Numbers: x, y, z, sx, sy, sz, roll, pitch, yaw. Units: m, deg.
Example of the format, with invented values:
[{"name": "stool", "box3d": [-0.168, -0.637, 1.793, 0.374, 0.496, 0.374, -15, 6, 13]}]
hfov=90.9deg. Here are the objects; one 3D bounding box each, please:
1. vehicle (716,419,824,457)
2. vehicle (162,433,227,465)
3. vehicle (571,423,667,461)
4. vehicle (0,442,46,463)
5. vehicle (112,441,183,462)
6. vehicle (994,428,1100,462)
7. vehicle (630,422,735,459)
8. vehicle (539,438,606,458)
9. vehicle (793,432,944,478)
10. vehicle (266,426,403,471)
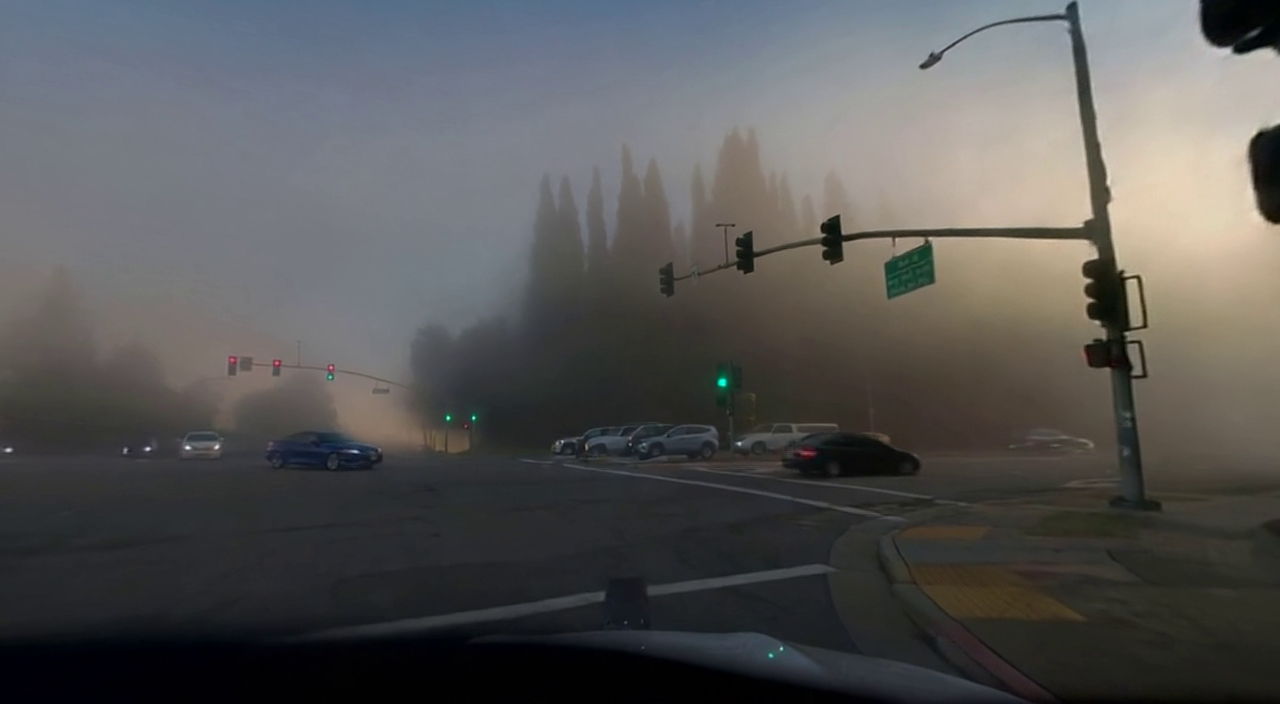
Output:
[{"name": "vehicle", "box3d": [7.308, 4.866, 35.438, 5.791, 1.964, 2.199, 5, -9, -26]}, {"name": "vehicle", "box3d": [-27.236, 5.900, 38.435, 2.450, 1.807, 5.332, 7, -11, -42]}, {"name": "vehicle", "box3d": [-1.057, 4.444, 31.356, 4.360, 1.749, 1.895, 4, -9, -28]}, {"name": "vehicle", "box3d": [-48.618, 7.645, 47.874, 4.589, 1.462, 1.953, 2, -9, -17]}, {"name": "vehicle", "box3d": [-37.047, 7.489, 47.400, 4.826, 1.484, 2.000, -4, -9, 22]}, {"name": "vehicle", "box3d": [19.240, 4.367, 29.748, 5.032, 1.473, 1.827, 4, -9, -27]}, {"name": "vehicle", "box3d": [1.985, 4.067, 29.094, 4.483, 1.589, 1.852, 3, -9, -26]}, {"name": "vehicle", "box3d": [-5.202, 7.391, 48.695, 4.751, 1.479, 1.899, 4, -9, -26]}, {"name": "vehicle", "box3d": [7.587, 3.393, 21.056, 4.425, 1.366, 1.865, 2, -9, -15]}, {"name": "vehicle", "box3d": [-10.804, 3.393, 22.241, 4.686, 1.425, 2.018, -6, -10, 30]}]
